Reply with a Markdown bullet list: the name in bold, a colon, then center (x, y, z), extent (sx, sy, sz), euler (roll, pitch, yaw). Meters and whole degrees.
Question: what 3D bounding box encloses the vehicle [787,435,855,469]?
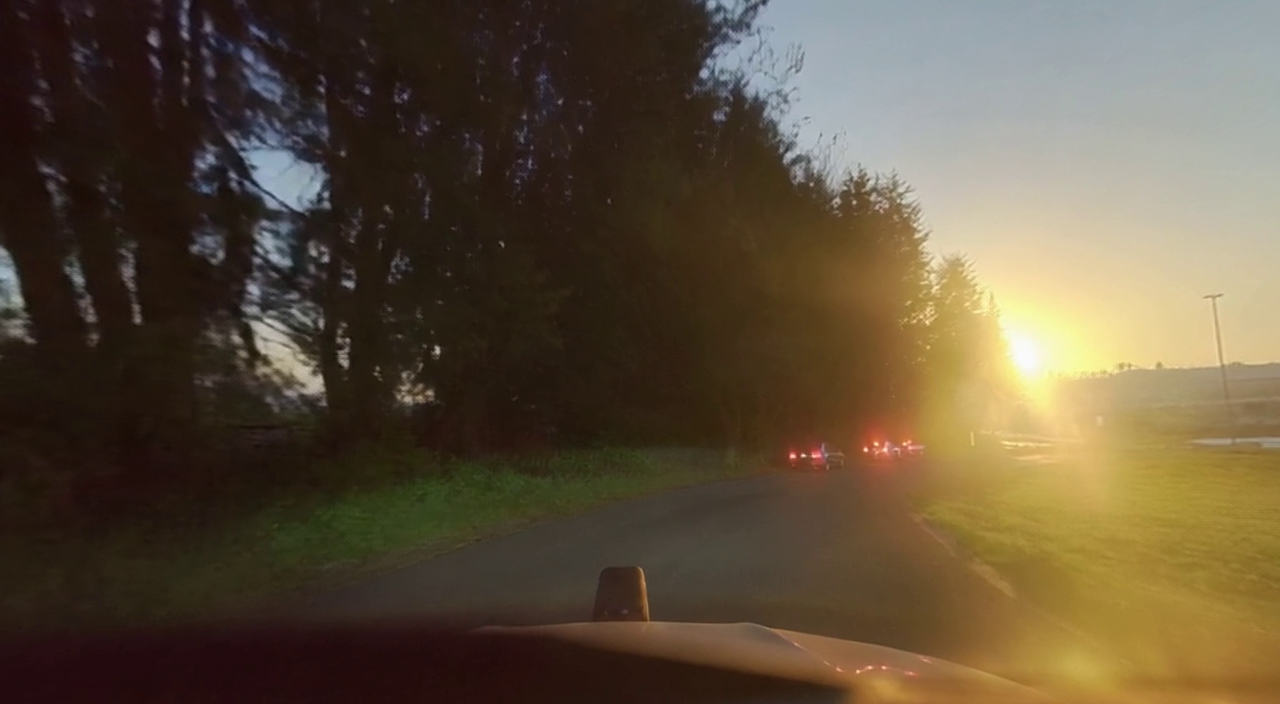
- **vehicle**: center (10.354, 5.665, 35.800), extent (1.988, 1.789, 4.257), euler (-6, -11, 42)
